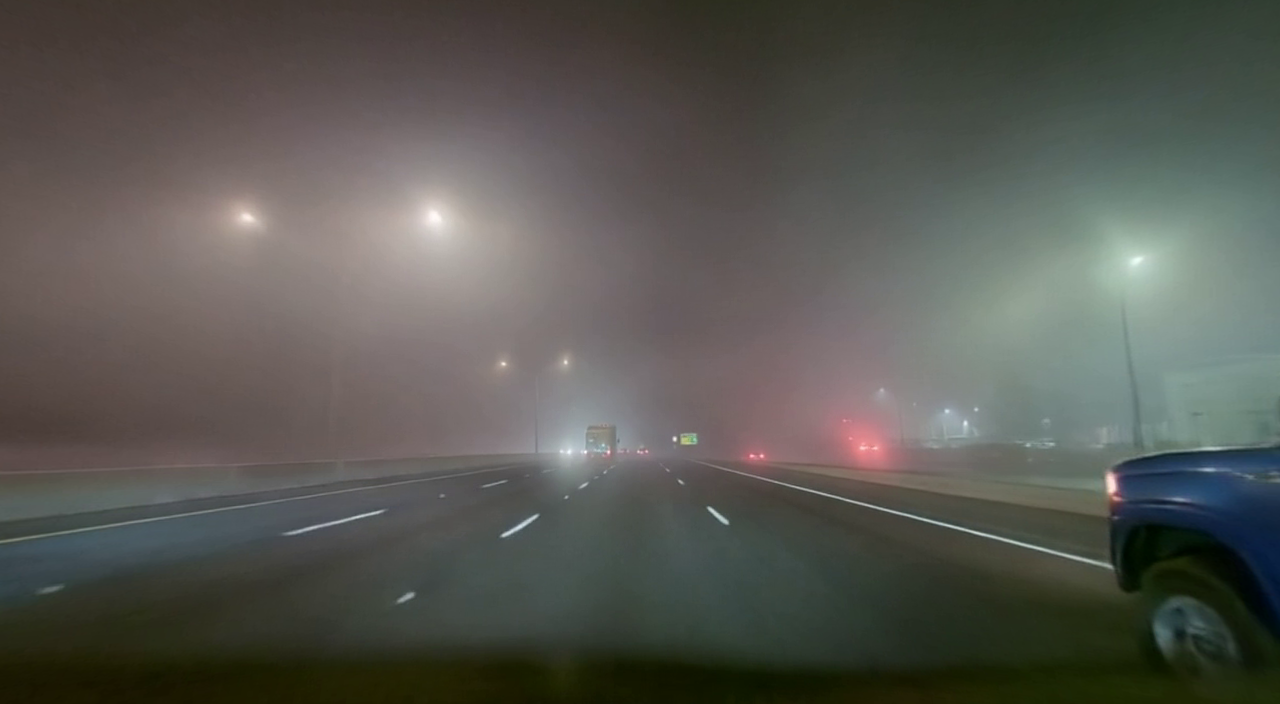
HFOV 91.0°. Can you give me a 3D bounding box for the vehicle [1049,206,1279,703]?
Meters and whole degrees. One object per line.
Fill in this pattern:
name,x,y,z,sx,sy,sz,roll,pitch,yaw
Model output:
vehicle,3.541,0.260,0.345,2.593,2.110,6.016,0,-9,0
